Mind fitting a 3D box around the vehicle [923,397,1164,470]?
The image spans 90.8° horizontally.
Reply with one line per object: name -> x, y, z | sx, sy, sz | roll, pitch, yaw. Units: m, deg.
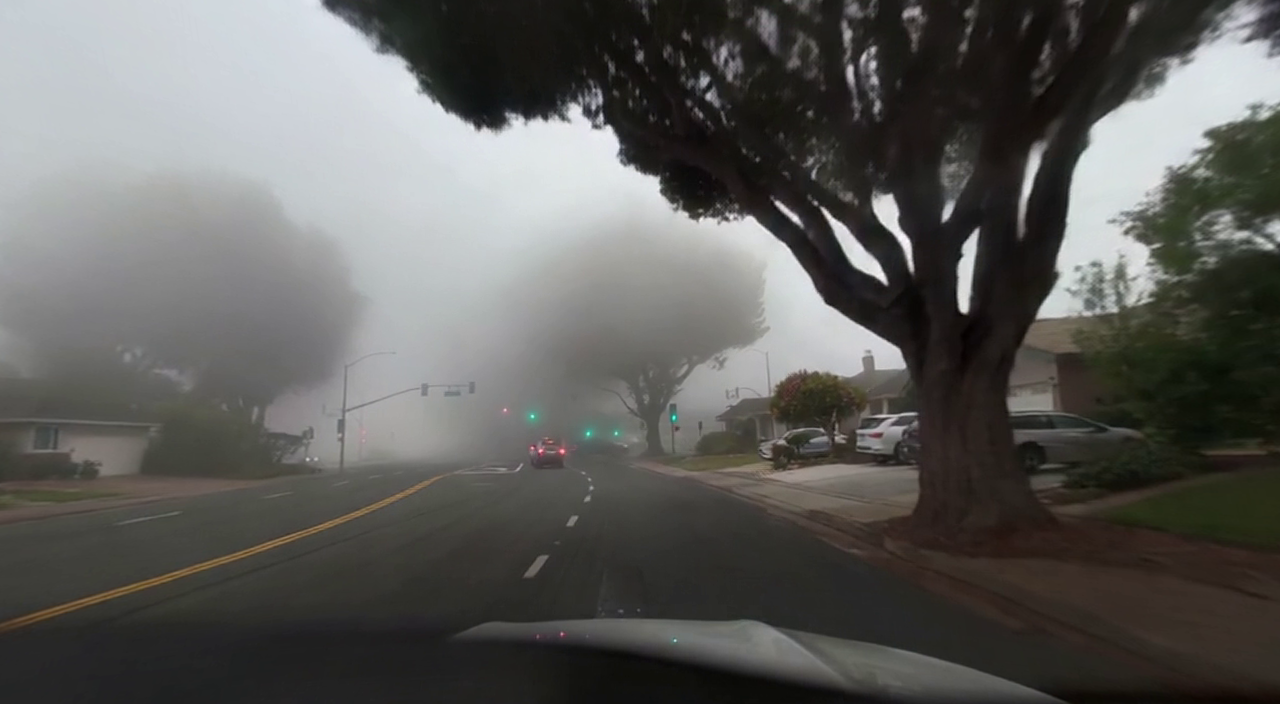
vehicle -> 9.668, 1.994, 15.425 | 4.590, 1.648, 1.876 | 0, -9, -3

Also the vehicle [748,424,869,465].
vehicle -> 7.283, 4.022, 27.591 | 4.663, 1.618, 1.962 | 0, -9, -7

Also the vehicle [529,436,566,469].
vehicle -> -5.550, 6.060, 38.127 | 2.041, 1.834, 4.679 | 1, -9, -8
